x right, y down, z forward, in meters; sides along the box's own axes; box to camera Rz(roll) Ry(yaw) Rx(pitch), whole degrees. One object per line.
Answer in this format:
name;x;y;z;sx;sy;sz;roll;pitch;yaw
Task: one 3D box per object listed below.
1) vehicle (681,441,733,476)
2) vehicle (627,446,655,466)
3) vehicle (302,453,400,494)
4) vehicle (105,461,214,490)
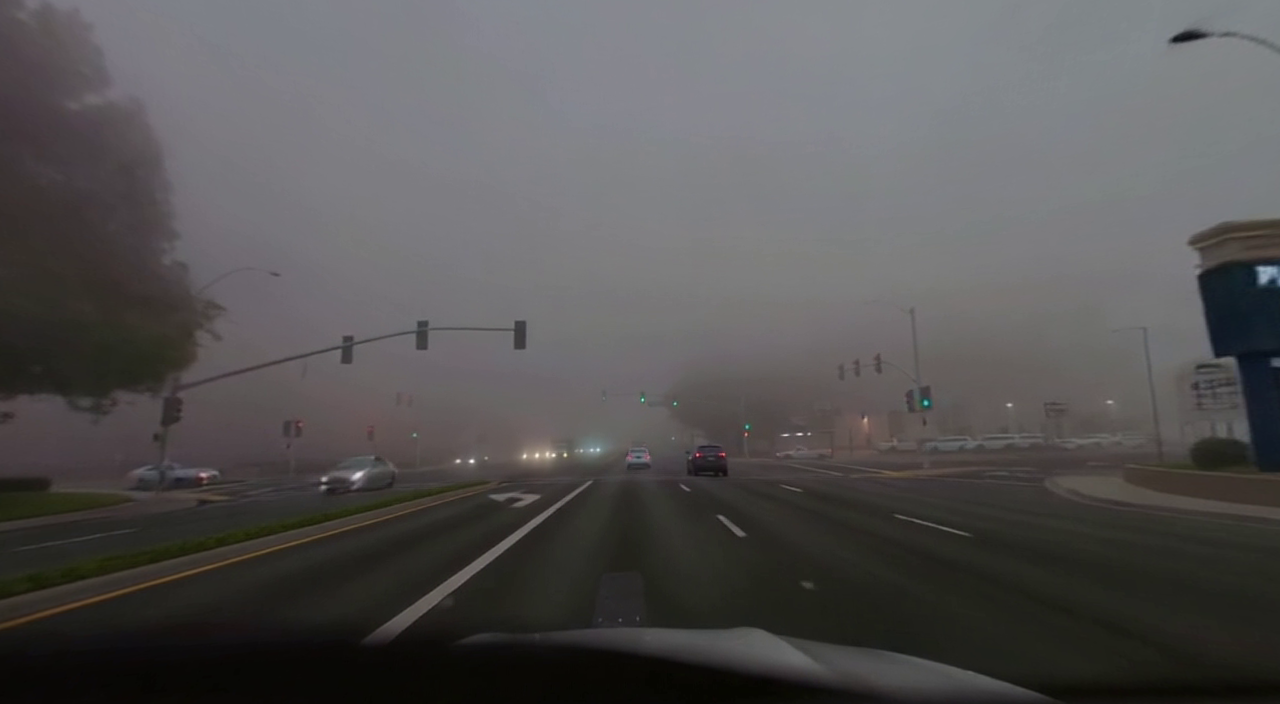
vehicle;3.286;5.316;31.817;2.022;1.643;4.326;0;-9;-2
vehicle;0.029;8.192;49.855;2.135;1.468;4.076;0;-9;-1
vehicle;-11.722;4.941;26.027;1.891;1.481;4.533;0;-9;0
vehicle;-30.657;7.881;40.450;5.007;1.652;2.378;0;-9;-1
